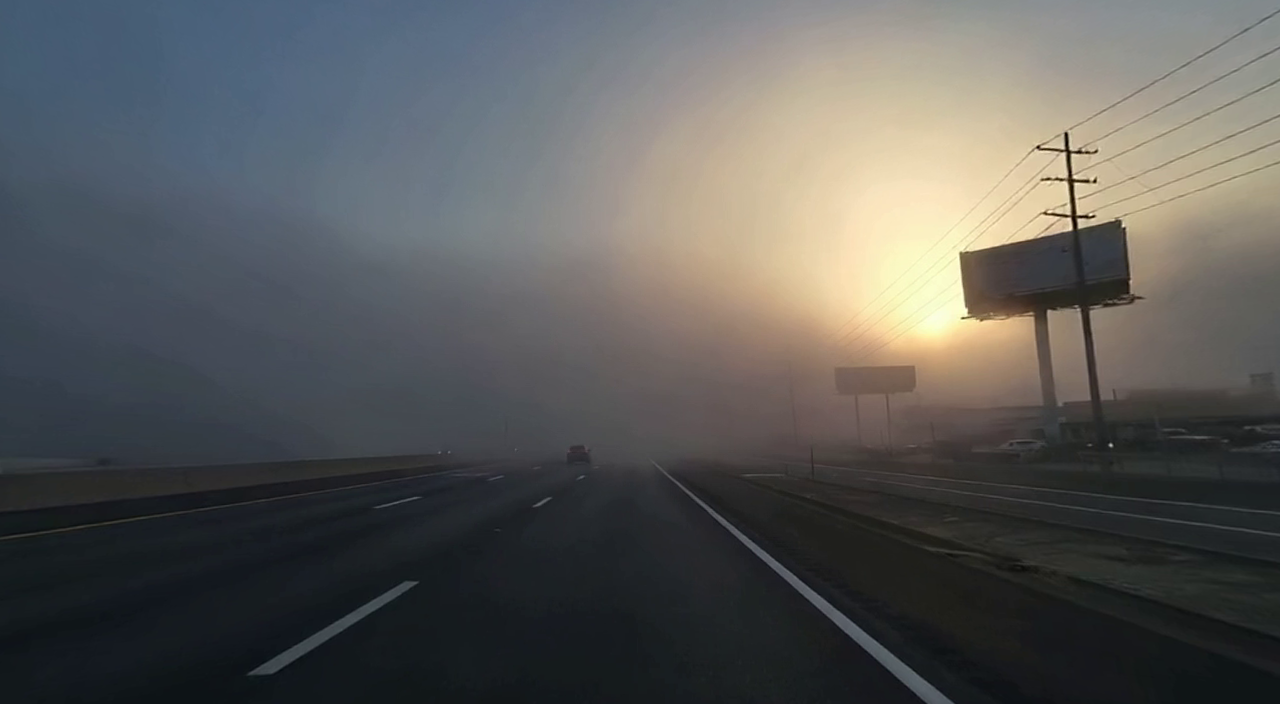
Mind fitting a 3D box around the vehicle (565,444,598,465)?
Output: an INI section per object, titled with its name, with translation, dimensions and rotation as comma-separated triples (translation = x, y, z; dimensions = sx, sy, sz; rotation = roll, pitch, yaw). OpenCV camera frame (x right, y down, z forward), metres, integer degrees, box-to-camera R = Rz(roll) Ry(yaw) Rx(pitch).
[vehicle]
translation = -4.204, 7.427, 45.950
dimensions = 1.940, 1.479, 4.545
rotation = 0, -9, 0
